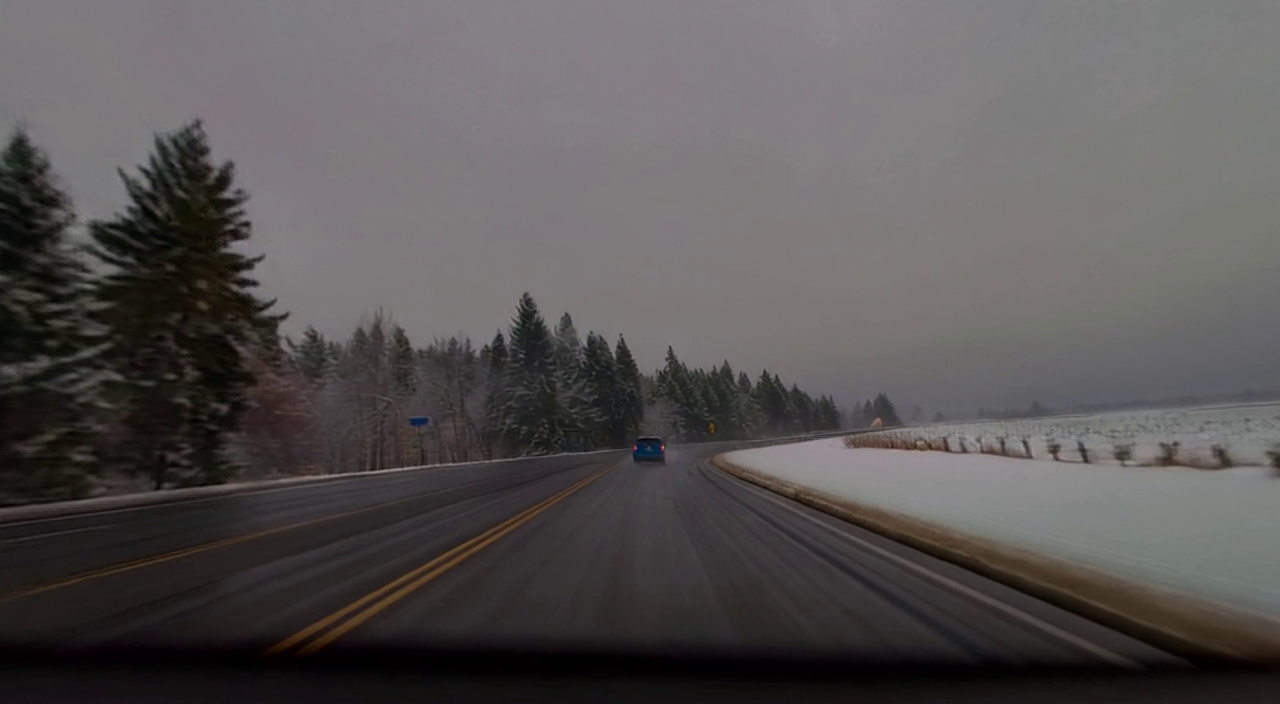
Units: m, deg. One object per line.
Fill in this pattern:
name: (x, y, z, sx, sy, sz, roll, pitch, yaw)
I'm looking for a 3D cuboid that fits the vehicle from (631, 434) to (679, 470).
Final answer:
vehicle: (0.858, 5.098, 32.344, 2.294, 1.708, 4.110, -1, -8, 3)
